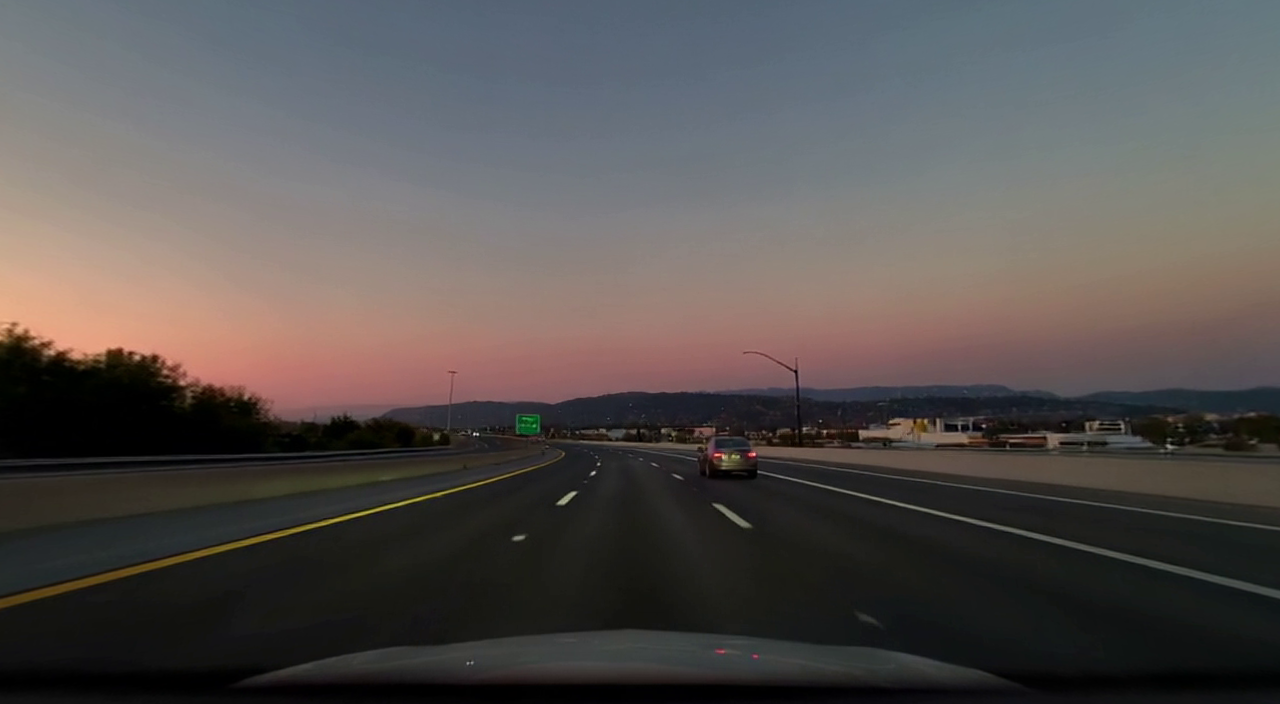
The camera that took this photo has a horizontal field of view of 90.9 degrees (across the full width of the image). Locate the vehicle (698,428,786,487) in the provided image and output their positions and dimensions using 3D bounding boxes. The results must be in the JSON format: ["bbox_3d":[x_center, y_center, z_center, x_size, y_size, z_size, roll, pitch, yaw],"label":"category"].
[{"bbox_3d":[3.183,3.401,20.602,2.059,1.715,4.192,0,-8,-2],"label":"vehicle"}]
